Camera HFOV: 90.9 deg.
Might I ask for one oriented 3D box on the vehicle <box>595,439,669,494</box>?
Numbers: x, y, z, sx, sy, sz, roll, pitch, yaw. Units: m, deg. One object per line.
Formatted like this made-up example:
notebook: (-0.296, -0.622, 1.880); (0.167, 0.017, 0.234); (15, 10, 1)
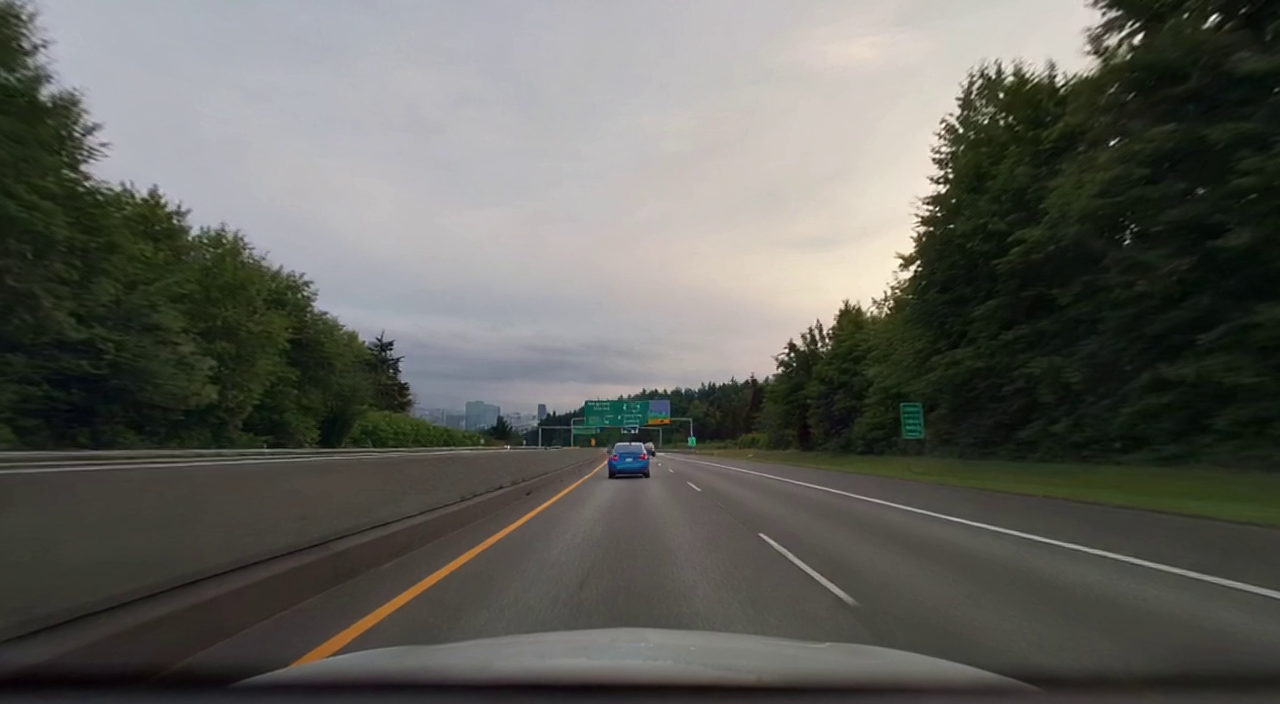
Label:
vehicle: (-0.228, 3.526, 19.762); (2.069, 1.523, 4.012); (0, -9, 0)
